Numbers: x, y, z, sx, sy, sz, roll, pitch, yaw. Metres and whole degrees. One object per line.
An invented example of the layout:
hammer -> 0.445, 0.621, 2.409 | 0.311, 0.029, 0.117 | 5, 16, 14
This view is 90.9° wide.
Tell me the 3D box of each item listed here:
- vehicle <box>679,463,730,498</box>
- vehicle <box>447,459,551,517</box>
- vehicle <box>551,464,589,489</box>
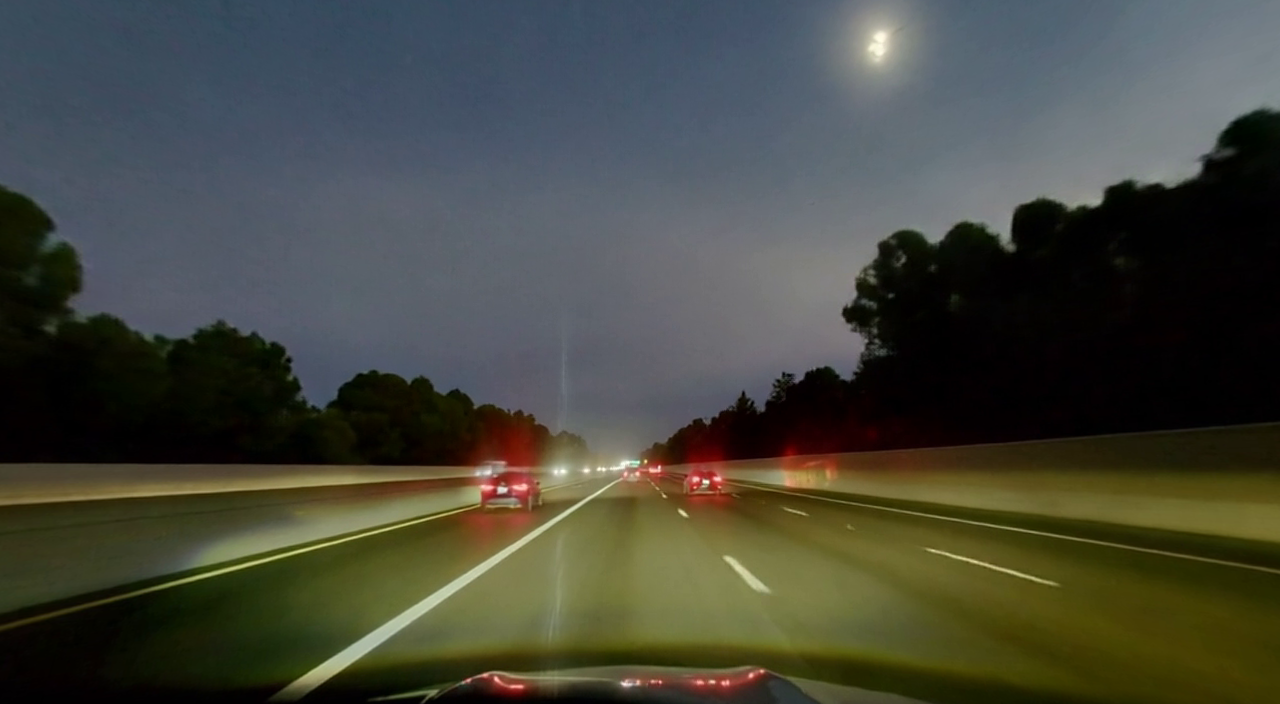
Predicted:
vehicle -> 3.085, 6.255, 30.855 | 1.981, 1.516, 4.109 | 1, -10, -1
vehicle -> -4.059, 4.037, 19.040 | 2.004, 1.468, 4.812 | 1, -11, 0
vehicle -> -4.487, 8.066, 40.990 | 2.000, 1.484, 3.995 | 1, -11, 0
